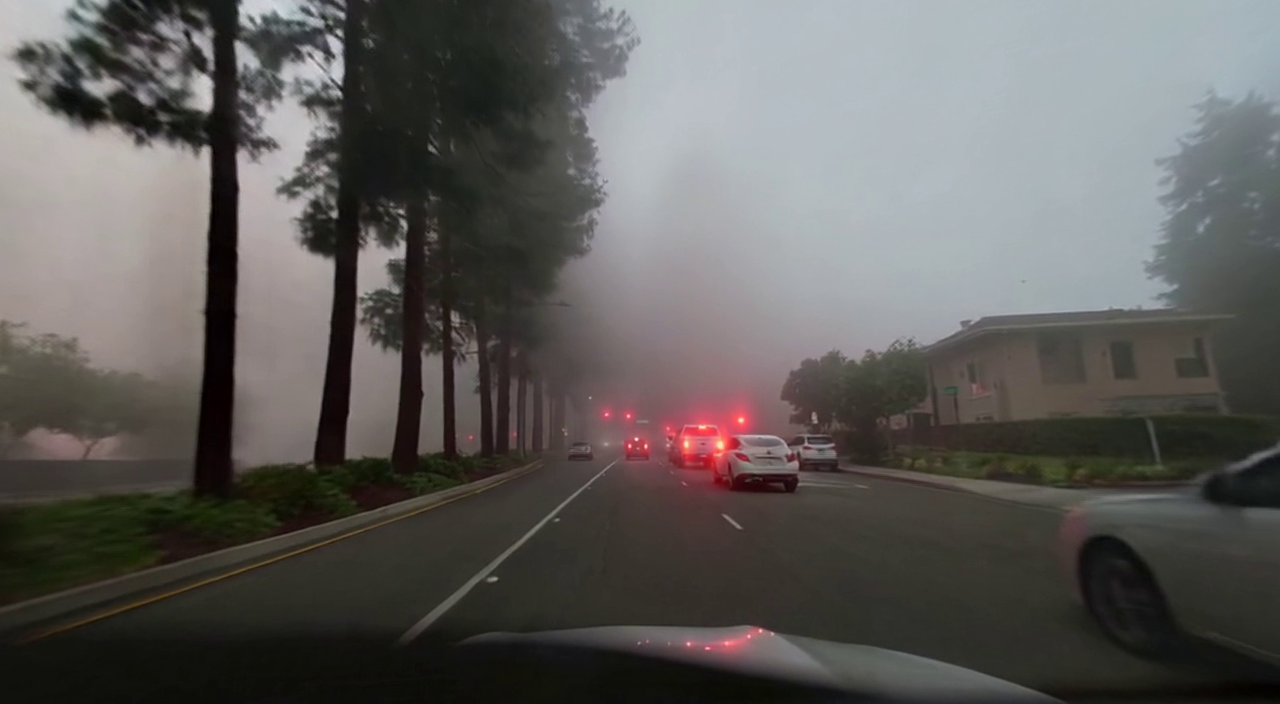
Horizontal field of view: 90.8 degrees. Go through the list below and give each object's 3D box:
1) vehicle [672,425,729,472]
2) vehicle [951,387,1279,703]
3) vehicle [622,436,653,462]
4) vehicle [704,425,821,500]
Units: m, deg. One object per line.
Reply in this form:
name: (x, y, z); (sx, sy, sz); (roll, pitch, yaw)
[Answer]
vehicle: (2.874, 4.798, 31.467); (2.268, 2.090, 6.113); (0, -8, 0)
vehicle: (3.774, 0.940, 2.859); (2.165, 1.513, 4.911); (0, -8, -1)
vehicle: (-0.171, 6.648, 43.496); (2.052, 1.693, 4.554); (0, -8, 0)
vehicle: (3.060, 2.877, 16.880); (2.041, 1.688, 4.717); (0, -8, -2)
